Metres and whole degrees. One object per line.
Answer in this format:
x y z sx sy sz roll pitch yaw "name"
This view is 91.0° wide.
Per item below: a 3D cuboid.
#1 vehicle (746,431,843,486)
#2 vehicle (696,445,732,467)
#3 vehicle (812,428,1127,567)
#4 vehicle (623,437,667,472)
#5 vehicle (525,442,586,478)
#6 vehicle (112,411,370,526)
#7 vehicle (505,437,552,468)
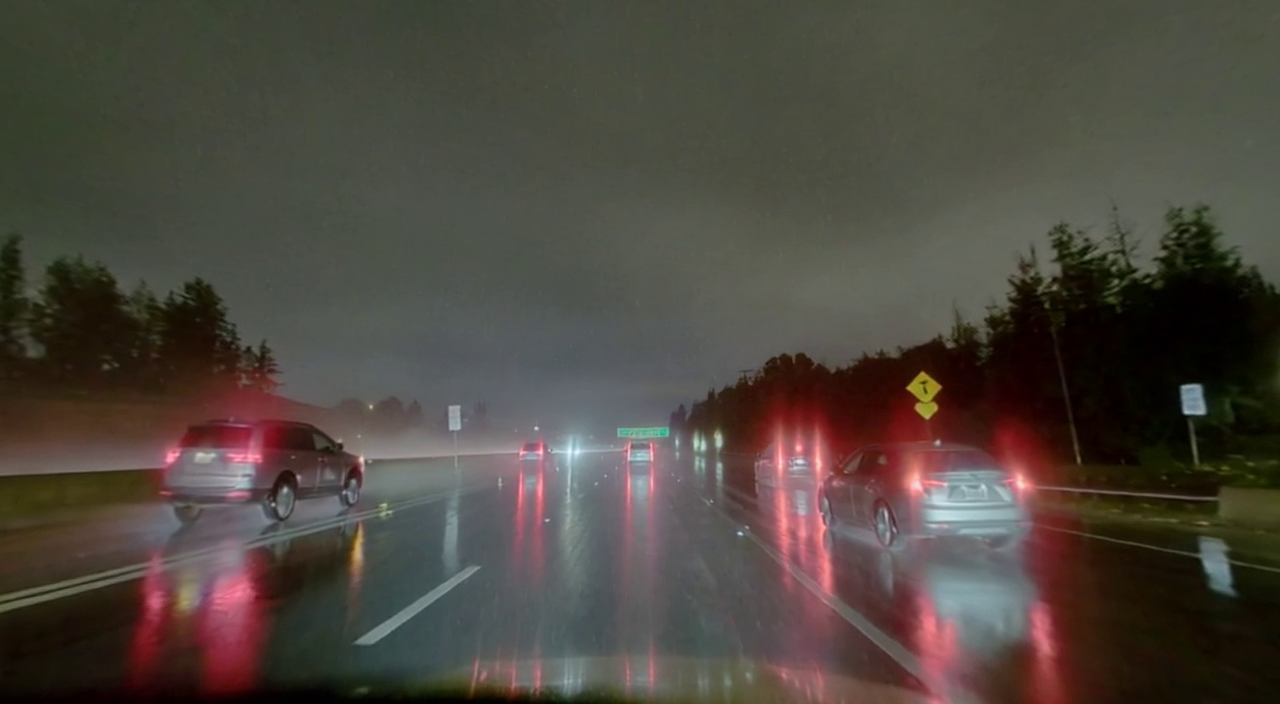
5.331 3.757 22.416 2.335 1.759 4.297 0 -9 -1 "vehicle"
5.193 7.307 44.514 1.944 1.465 4.245 0 -9 -1 "vehicle"
4.228 1.941 9.196 2.141 1.507 4.510 0 -9 0 "vehicle"
0.250 5.468 33.663 2.158 1.706 4.219 0 -9 0 "vehicle"
-3.698 4.806 28.204 2.071 1.478 4.130 0 -9 1 "vehicle"
-7.498 2.252 12.608 2.142 1.849 4.566 0 -9 0 "vehicle"
-6.955 6.344 39.709 2.111 1.811 4.391 0 -9 0 "vehicle"
